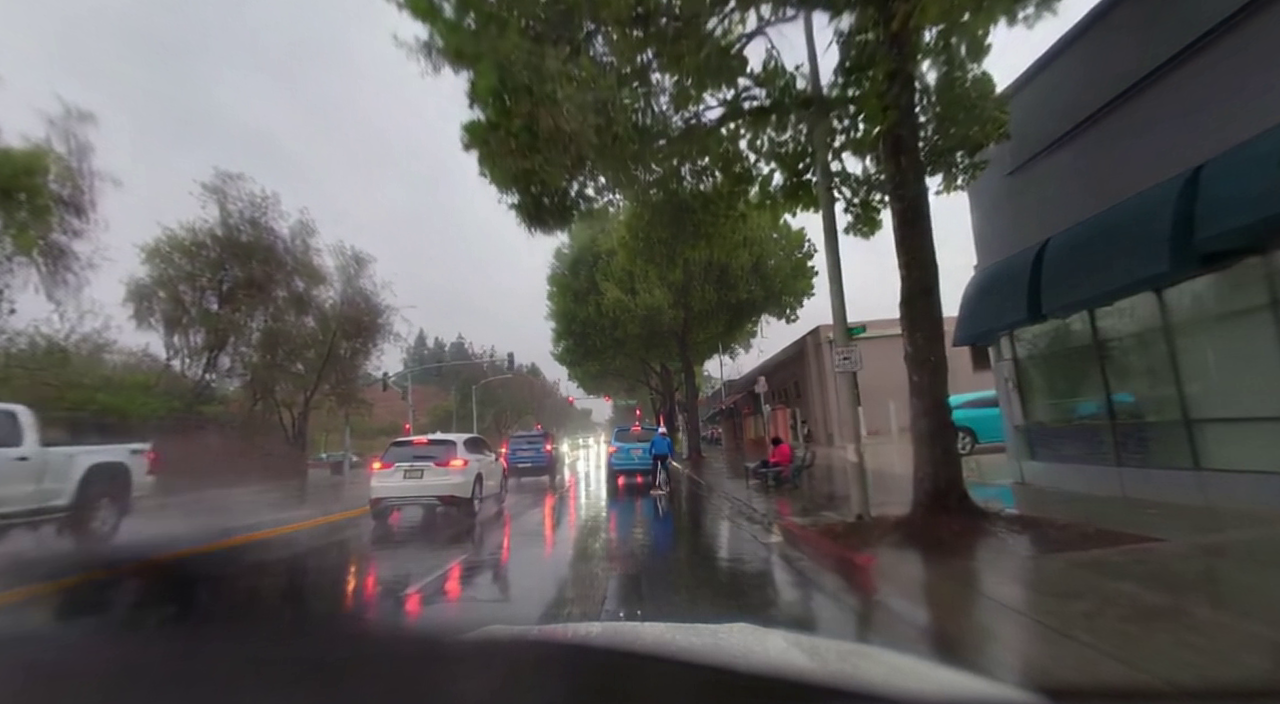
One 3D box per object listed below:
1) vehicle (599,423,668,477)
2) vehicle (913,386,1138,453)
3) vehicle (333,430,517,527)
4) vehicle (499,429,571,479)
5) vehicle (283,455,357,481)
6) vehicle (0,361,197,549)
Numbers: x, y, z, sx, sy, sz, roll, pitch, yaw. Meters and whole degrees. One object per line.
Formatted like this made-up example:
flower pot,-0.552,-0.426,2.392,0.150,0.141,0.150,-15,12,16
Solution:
vehicle,-0.311,3.823,24.790,2.426,1.882,5.027,0,-9,-2
vehicle,8.919,1.625,14.794,4.159,1.416,2.049,2,-8,-13
vehicle,-3.738,2.282,11.931,2.064,1.486,4.140,0,-9,-1
vehicle,-3.949,3.913,24.460,2.046,1.750,4.452,0,-9,0
vehicle,-23.441,8.488,46.355,4.527,1.584,1.883,-3,-7,2
vehicle,-13.228,2.163,12.197,3.062,3.442,8.771,-8,-9,-1
